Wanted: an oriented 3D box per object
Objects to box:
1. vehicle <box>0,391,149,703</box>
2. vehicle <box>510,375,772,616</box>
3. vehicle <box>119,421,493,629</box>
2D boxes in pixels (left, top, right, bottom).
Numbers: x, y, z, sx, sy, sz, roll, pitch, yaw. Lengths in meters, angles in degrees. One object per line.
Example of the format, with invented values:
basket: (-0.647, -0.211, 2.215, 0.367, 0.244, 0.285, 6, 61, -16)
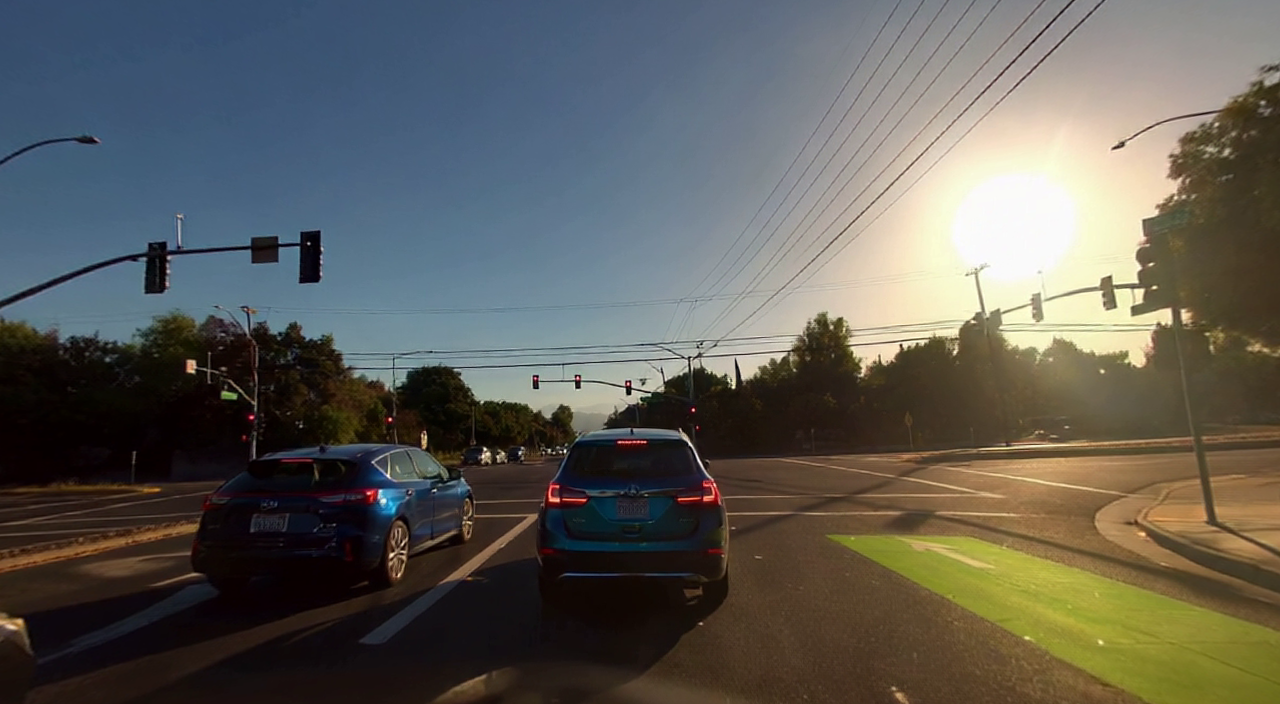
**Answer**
vehicle: (-3.479, 0.618, 0.375, 2.138, 1.488, 5.327, 0, -8, 0)
vehicle: (-0.026, 1.559, 7.640, 2.036, 1.885, 5.196, 0, -10, -1)
vehicle: (-2.923, 1.597, 6.642, 1.726, 1.506, 3.840, 0, -10, 1)
